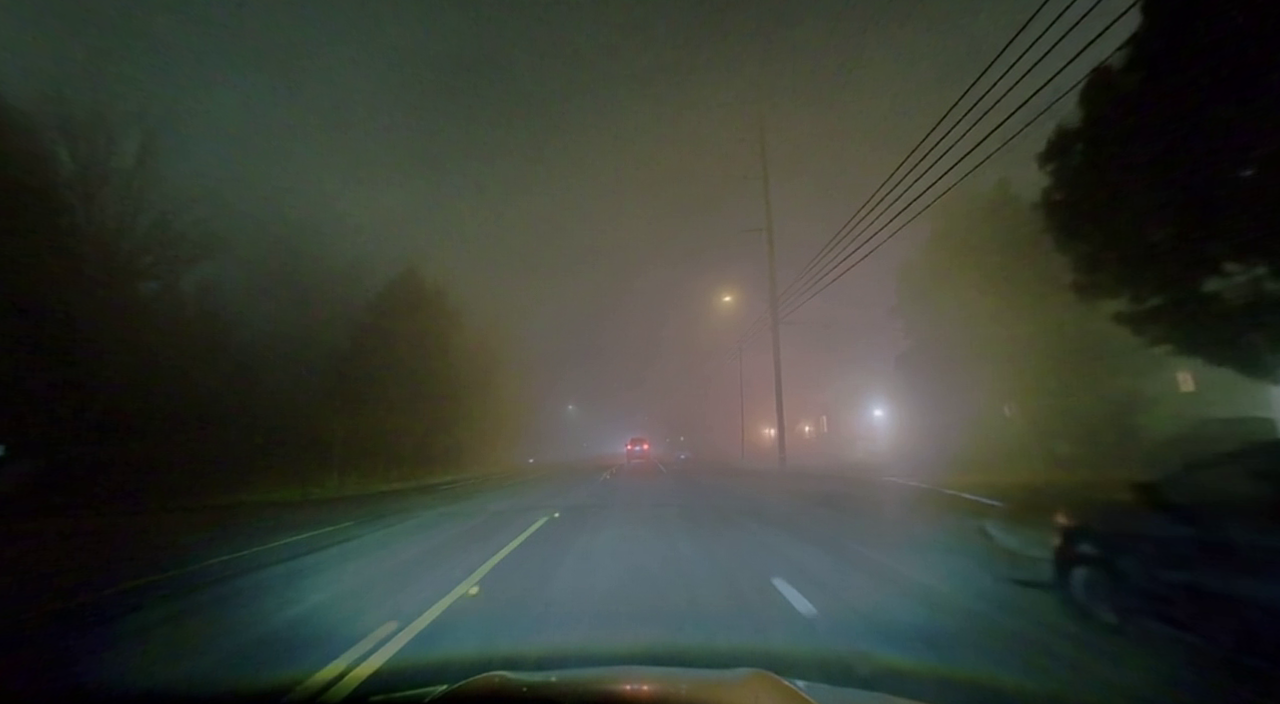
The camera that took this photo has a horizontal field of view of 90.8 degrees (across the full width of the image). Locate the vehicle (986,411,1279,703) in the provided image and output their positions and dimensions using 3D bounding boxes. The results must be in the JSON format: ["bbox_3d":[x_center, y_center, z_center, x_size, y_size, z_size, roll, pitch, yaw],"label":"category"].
[{"bbox_3d":[3.993,1.105,2.870,2.124,1.524,4.698,4,-8,-2],"label":"vehicle"}]
